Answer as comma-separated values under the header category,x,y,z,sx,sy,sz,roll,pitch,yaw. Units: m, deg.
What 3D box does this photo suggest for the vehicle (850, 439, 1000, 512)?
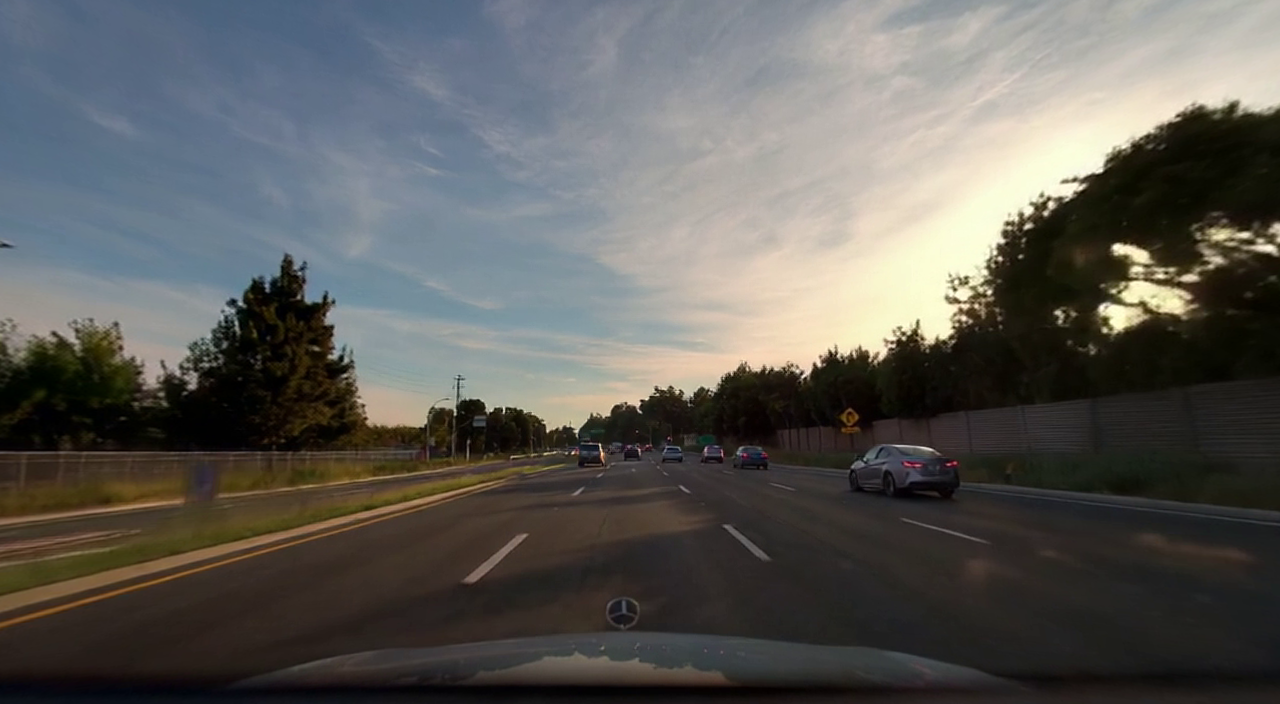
category,x,y,z,sx,sy,sz,roll,pitch,yaw
vehicle,6.657,2.882,15.253,1.838,1.518,3.713,0,-8,0

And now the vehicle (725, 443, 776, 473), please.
category,x,y,z,sx,sy,sz,roll,pitch,yaw
vehicle,6.306,6.074,36.479,1.987,1.597,4.463,0,-8,-2

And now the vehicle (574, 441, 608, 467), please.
category,x,y,z,sx,sy,sz,roll,pitch,yaw
vehicle,-3.546,7.549,46.791,2.230,1.827,4.406,0,-8,-1
